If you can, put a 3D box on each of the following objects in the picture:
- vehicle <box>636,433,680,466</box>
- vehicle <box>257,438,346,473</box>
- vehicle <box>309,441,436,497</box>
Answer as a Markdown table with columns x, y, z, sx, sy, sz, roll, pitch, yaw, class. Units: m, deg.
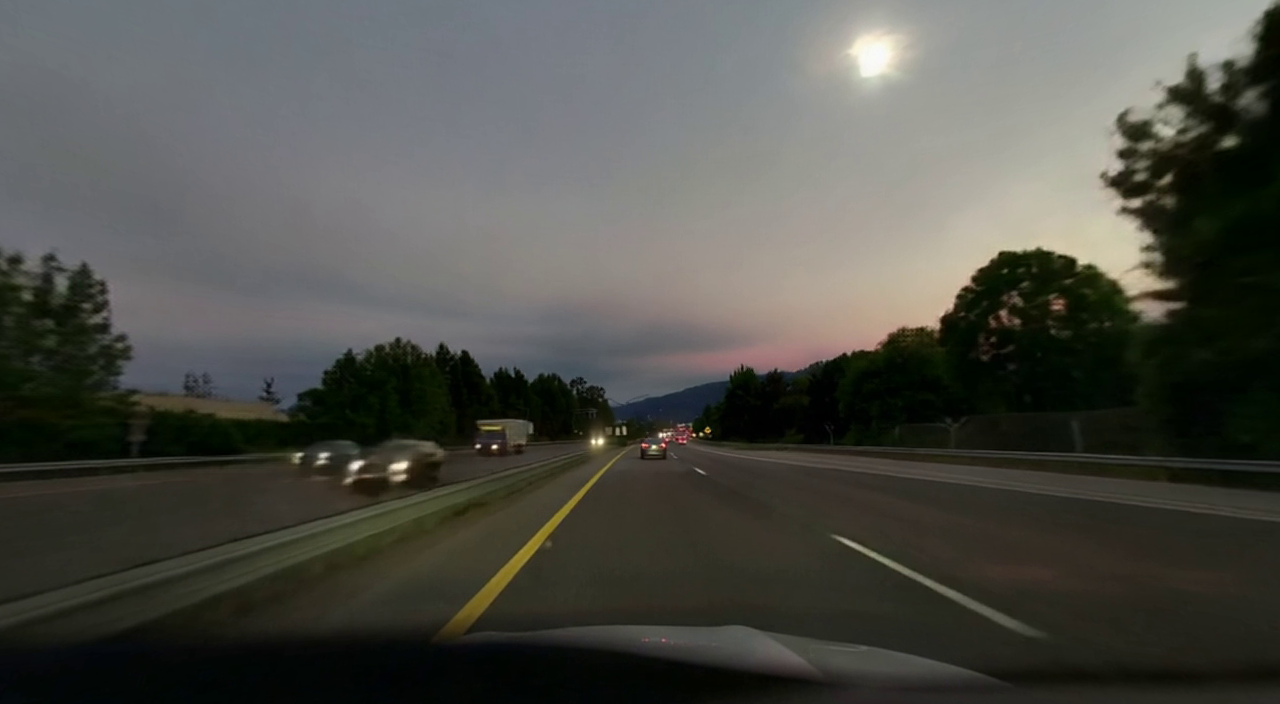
| x | y | z | sx | sy | sz | roll | pitch | yaw | class |
| --- | --- | --- | --- | --- | --- | --- | --- | --- | --- |
| 0.824 | 4.817 | 31.393 | 2.046 | 1.526 | 3.903 | 0 | -8 | 0 | vehicle |
| -15.620 | 4.763 | 29.339 | 1.874 | 1.504 | 4.139 | 0 | -8 | 0 | vehicle |
| -7.879 | 3.433 | 19.053 | 1.968 | 1.481 | 4.273 | 0 | -8 | 0 | vehicle |
